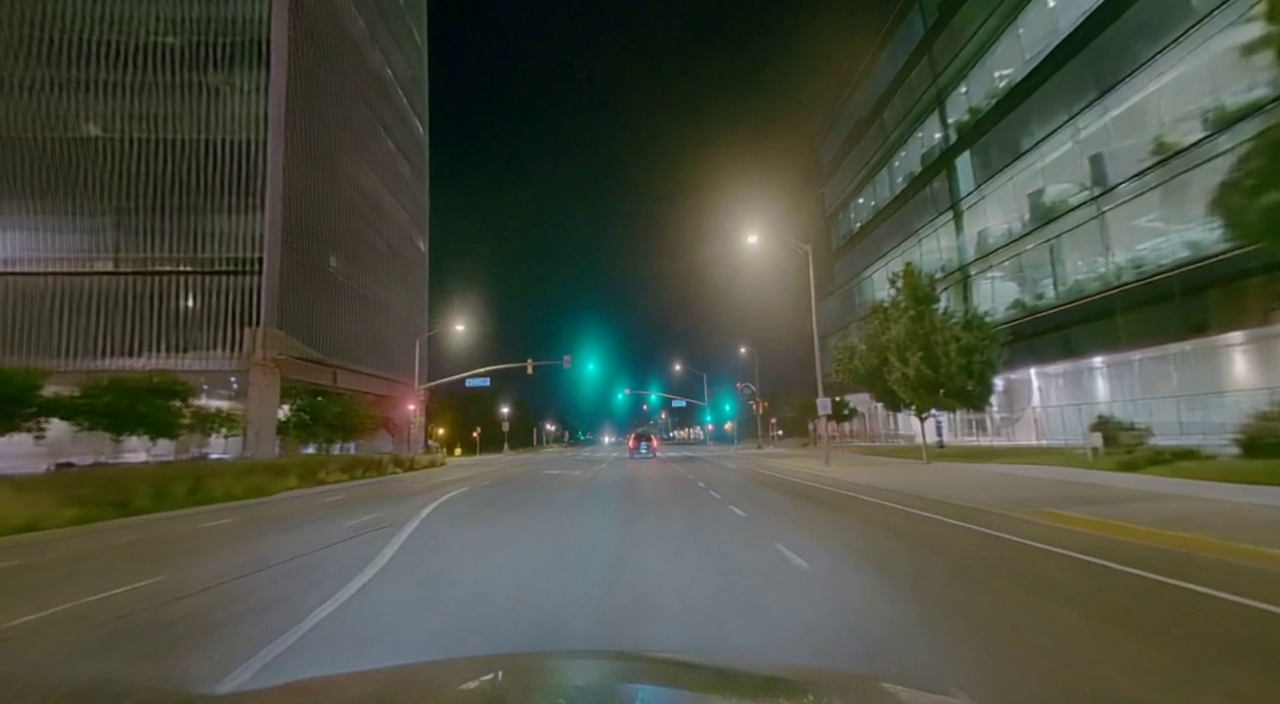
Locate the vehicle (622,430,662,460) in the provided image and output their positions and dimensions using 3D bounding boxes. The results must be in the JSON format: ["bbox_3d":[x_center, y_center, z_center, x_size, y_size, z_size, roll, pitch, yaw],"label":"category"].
[{"bbox_3d":[0.065,5.398,36.666,2.184,1.640,4.086,0,-8,-1],"label":"vehicle"}]
